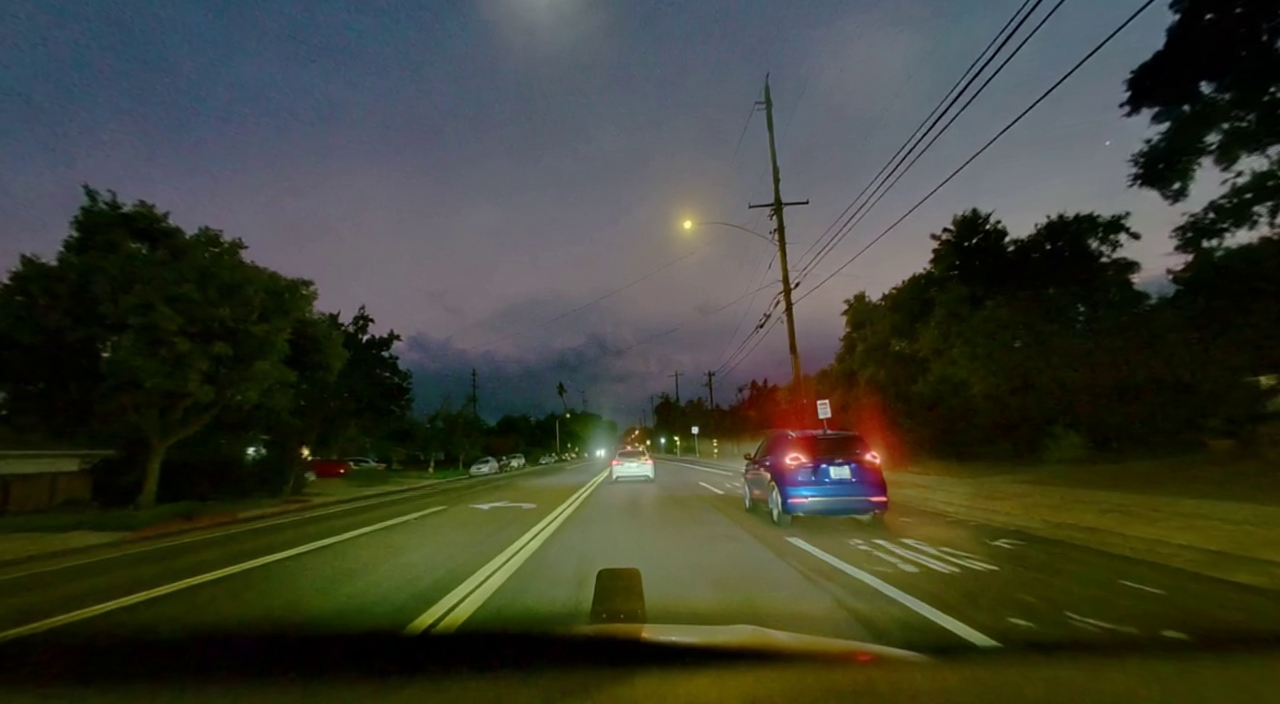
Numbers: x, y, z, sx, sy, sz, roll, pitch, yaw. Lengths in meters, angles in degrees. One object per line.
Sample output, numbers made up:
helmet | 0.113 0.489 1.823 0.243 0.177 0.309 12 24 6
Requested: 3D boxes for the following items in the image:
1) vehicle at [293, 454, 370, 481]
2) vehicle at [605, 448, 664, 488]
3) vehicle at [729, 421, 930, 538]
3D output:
vehicle | -21.087 7.910 43.307 4.240 1.717 2.043 0 -8 -2
vehicle | -0.225 4.593 25.413 2.196 1.449 4.006 0 -9 0
vehicle | 3.249 2.307 12.098 2.200 1.763 4.676 0 -9 -3
